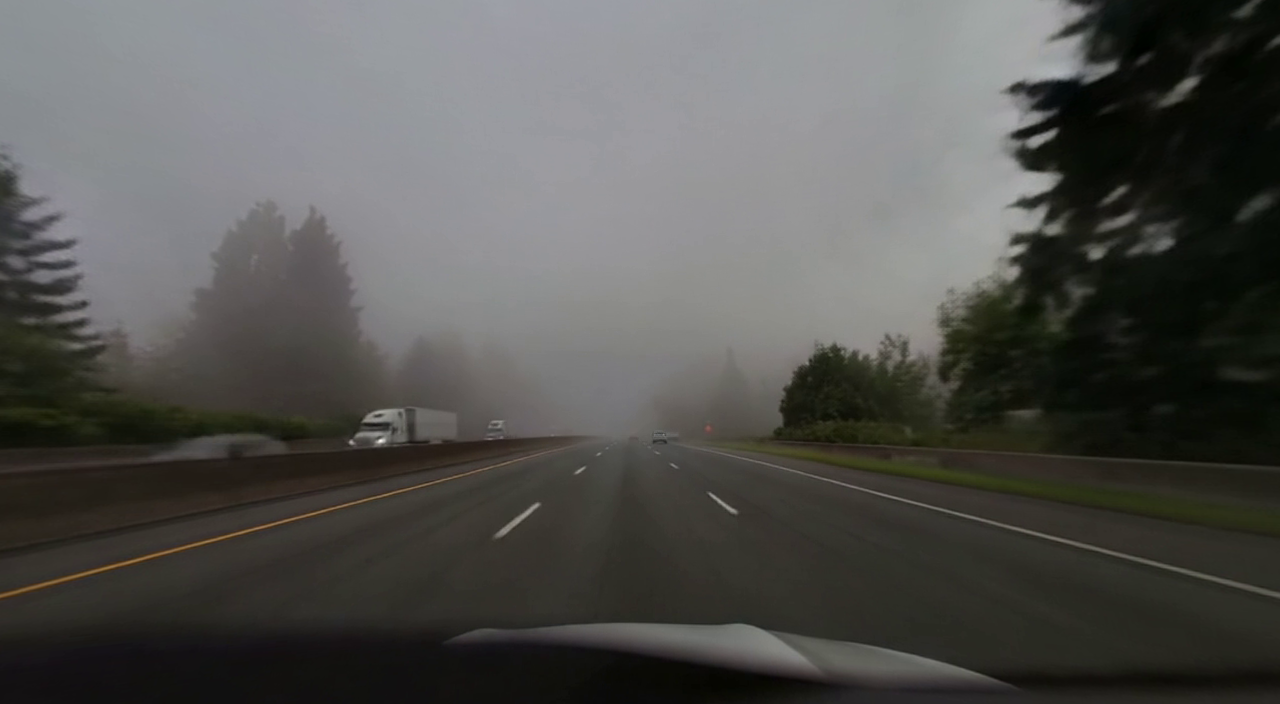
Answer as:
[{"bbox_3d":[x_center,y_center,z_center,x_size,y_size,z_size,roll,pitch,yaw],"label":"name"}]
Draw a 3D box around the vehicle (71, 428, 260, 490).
[{"bbox_3d":[-12.833,2.880,17.444,1.871,1.479,4.391,0,-8,-1],"label":"vehicle"}]
